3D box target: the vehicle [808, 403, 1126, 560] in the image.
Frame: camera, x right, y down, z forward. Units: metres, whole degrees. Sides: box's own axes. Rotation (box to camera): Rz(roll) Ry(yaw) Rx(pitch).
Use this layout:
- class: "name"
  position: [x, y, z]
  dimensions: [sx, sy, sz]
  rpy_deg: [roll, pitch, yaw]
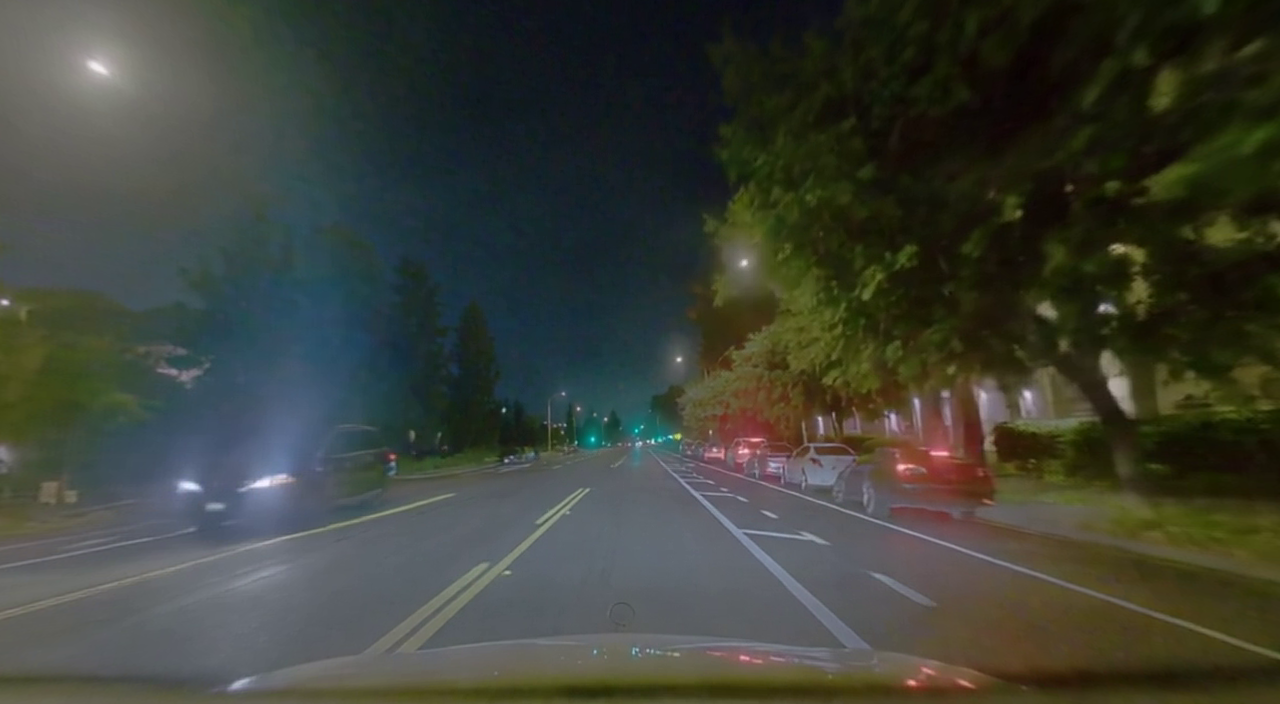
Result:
- class: "vehicle"
  position: [4.244, 1.761, 9.287]
  dimensions: [2.272, 1.744, 4.324]
  rpy_deg: [0, -8, -1]

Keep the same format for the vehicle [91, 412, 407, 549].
- class: "vehicle"
  position: [-6.670, 2.269, 12.042]
  dimensions: [2.105, 1.919, 6.049]
  rpy_deg: [0, -8, 1]

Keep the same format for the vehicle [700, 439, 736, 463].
- class: "vehicle"
  position: [5.291, 6.779, 43.331]
  dimensions: [1.837, 1.532, 3.886]
  rpy_deg: [0, -8, -2]
